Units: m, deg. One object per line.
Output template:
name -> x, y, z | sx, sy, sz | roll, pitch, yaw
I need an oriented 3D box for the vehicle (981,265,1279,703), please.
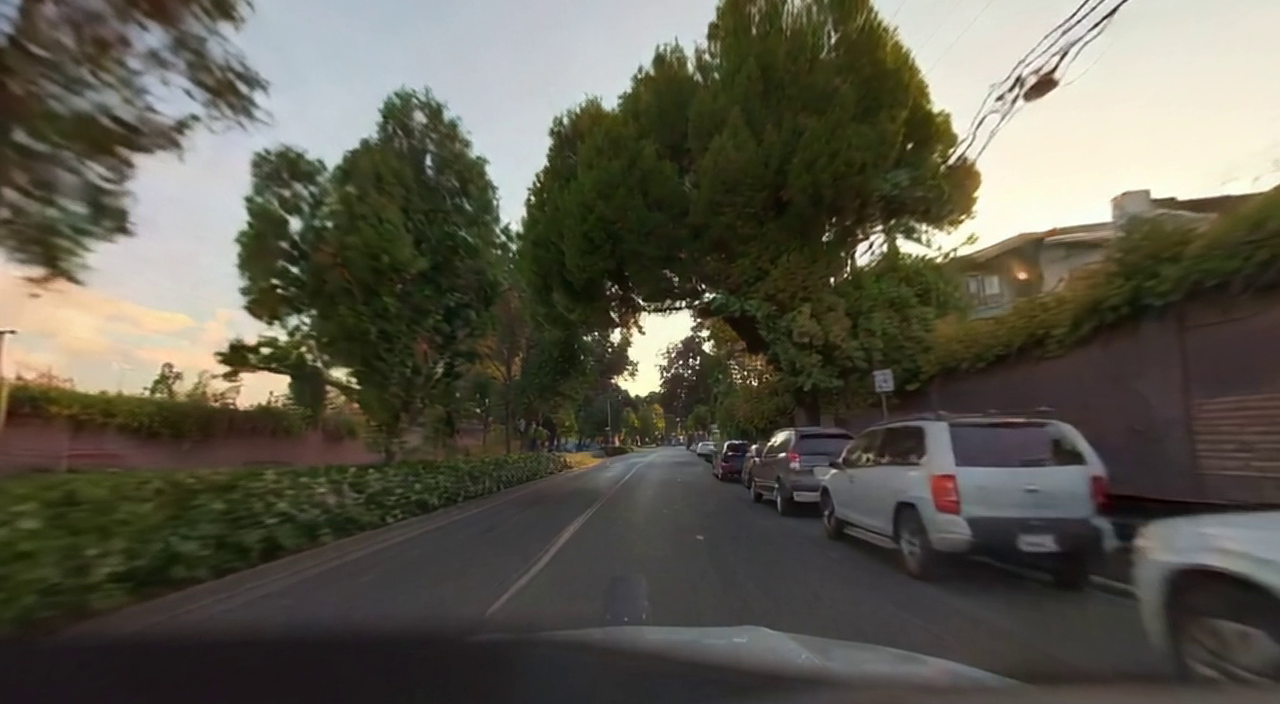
vehicle -> 3.446, 0.503, 0.860 | 2.518, 1.943, 6.415 | 0, -8, 1

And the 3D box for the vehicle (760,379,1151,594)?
vehicle -> 3.593, 1.732, 9.096 | 2.421, 1.991, 6.043 | 1, -9, -1
